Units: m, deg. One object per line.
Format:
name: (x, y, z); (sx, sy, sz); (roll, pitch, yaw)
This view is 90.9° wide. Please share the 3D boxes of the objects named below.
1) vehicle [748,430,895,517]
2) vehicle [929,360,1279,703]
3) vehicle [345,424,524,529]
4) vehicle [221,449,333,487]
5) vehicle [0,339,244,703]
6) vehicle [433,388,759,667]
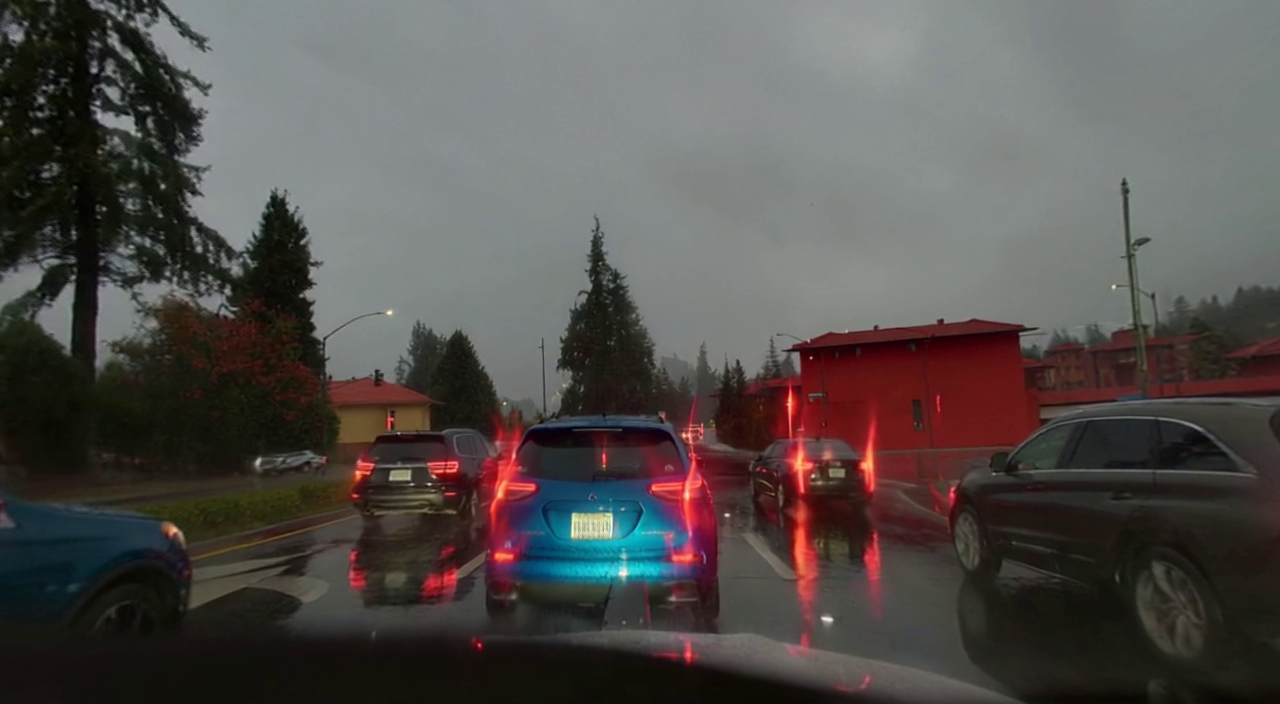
vehicle: (3.625, 2.495, 13.397); (1.847, 1.554, 3.885); (0, -8, -2)
vehicle: (4.157, 1.192, 4.802); (2.014, 1.740, 4.515); (-1, -8, 4)
vehicle: (-3.761, 2.359, 12.513); (2.012, 1.701, 4.316); (0, -8, 1)
vehicle: (-15.626, 4.998, 27.496); (1.989, 1.461, 4.615); (0, -8, 2)
vehicle: (-3.468, 0.697, 1.514); (2.047, 1.741, 4.470); (0, -8, 1)
vehicle: (-0.178, 1.382, 6.026); (2.022, 1.700, 4.084); (0, -8, 3)
